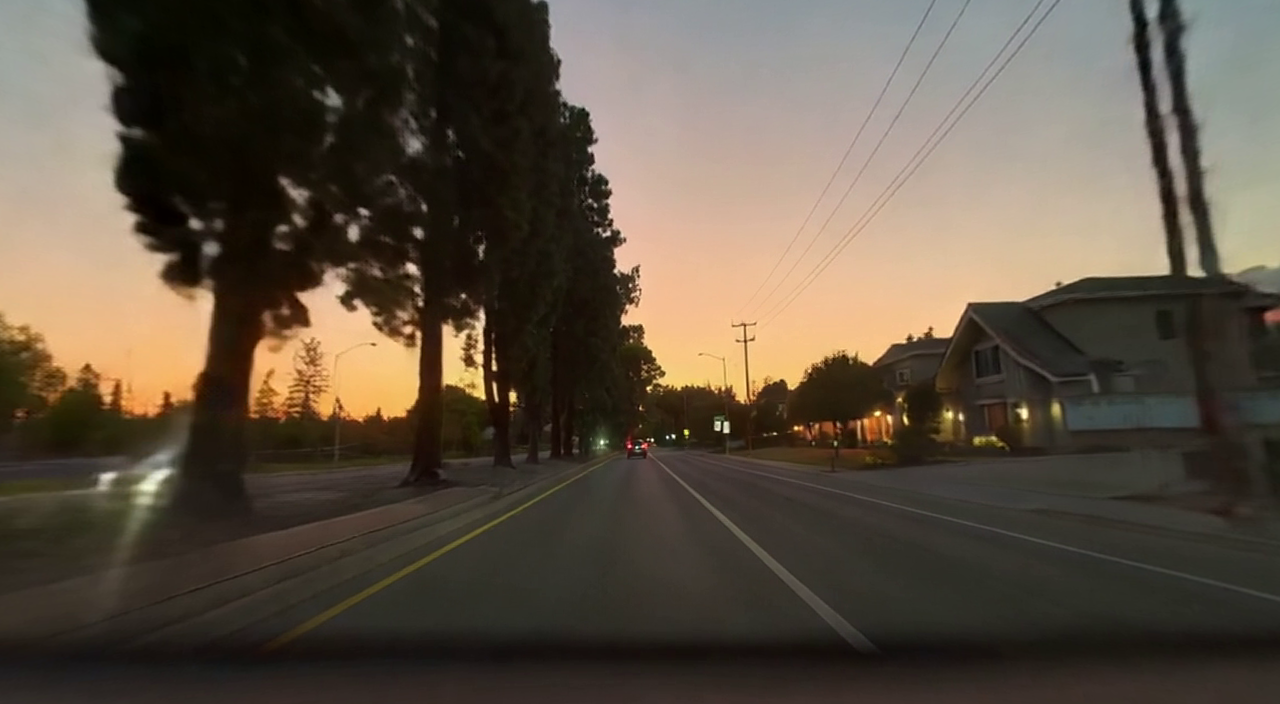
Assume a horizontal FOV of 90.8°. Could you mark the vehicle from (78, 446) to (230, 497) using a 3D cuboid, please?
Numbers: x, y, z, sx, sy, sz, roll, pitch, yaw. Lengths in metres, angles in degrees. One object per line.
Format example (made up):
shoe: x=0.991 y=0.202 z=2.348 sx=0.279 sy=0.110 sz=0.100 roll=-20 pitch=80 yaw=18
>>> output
vehicle: x=-17.915 y=4.379 z=23.638 sx=1.986 sy=1.649 sz=4.573 roll=0 pitch=-8 yaw=0

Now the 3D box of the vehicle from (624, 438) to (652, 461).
vehicle: x=-0.178 y=7.396 z=48.022 sx=2.016 sy=1.665 sz=3.932 roll=0 pitch=-8 yaw=-1
